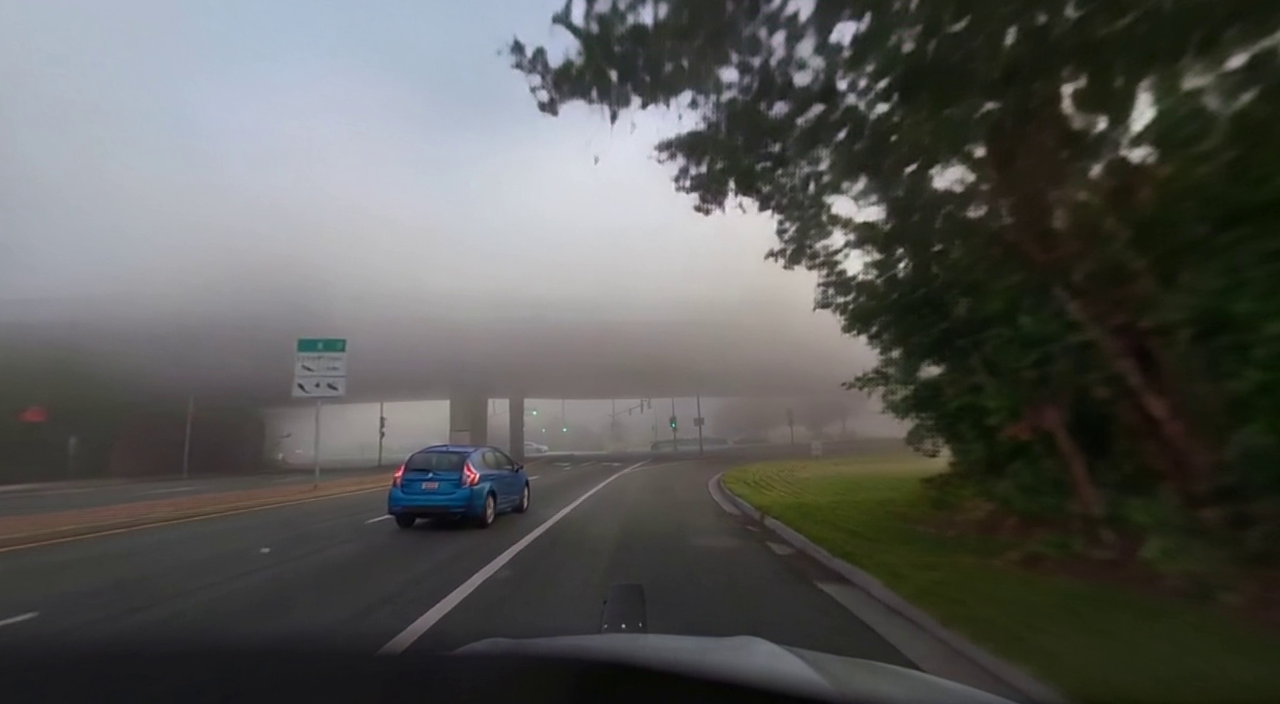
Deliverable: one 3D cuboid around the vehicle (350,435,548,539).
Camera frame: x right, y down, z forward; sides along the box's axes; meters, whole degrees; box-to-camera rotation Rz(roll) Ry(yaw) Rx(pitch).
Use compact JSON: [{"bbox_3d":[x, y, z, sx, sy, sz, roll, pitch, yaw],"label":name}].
[{"bbox_3d":[-3.056,2.280,11.301,1.963,1.460,4.614,0,-9,2],"label":"vehicle"}]
